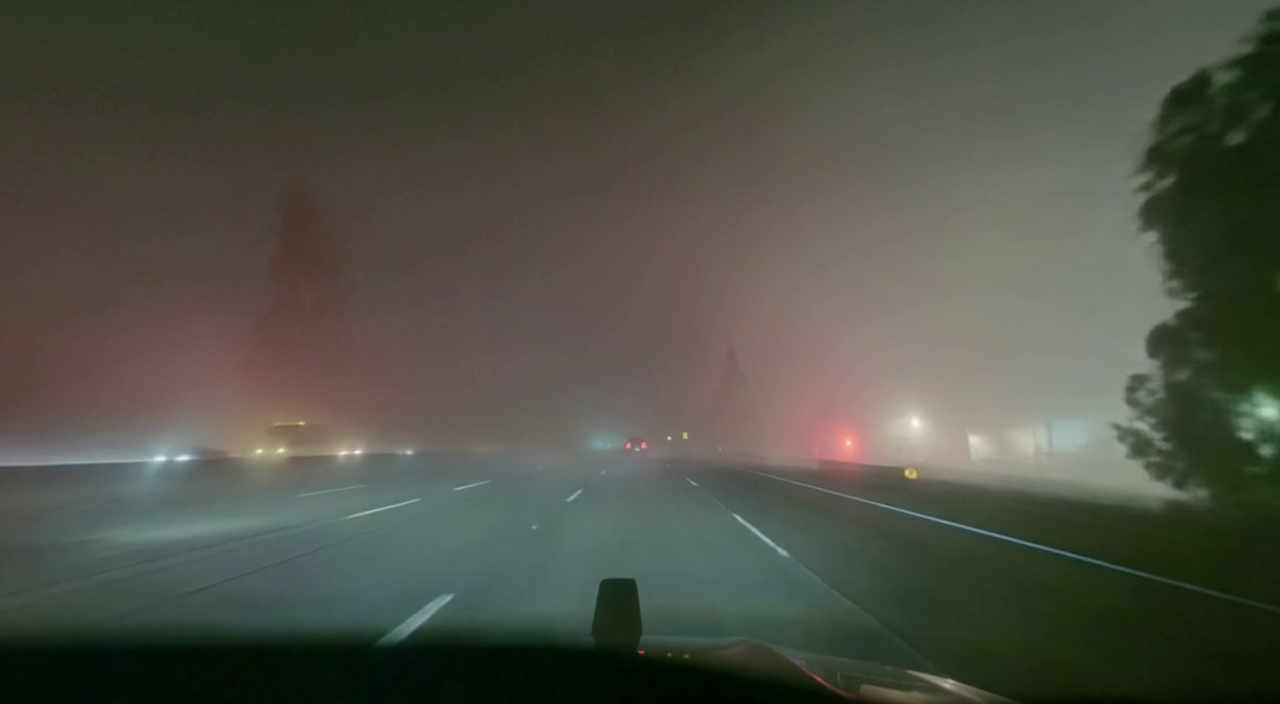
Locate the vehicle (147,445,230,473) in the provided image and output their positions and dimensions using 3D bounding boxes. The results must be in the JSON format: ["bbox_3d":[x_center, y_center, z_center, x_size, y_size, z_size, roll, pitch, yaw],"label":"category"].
[{"bbox_3d":[-27.951,6.608,39.296,1.863,1.602,4.456,0,-8,0],"label":"vehicle"}]

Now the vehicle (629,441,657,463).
[{"bbox_3d":[0.231,7.575,48.000,2.021,1.528,4.154,0,-8,0],"label":"vehicle"}]
